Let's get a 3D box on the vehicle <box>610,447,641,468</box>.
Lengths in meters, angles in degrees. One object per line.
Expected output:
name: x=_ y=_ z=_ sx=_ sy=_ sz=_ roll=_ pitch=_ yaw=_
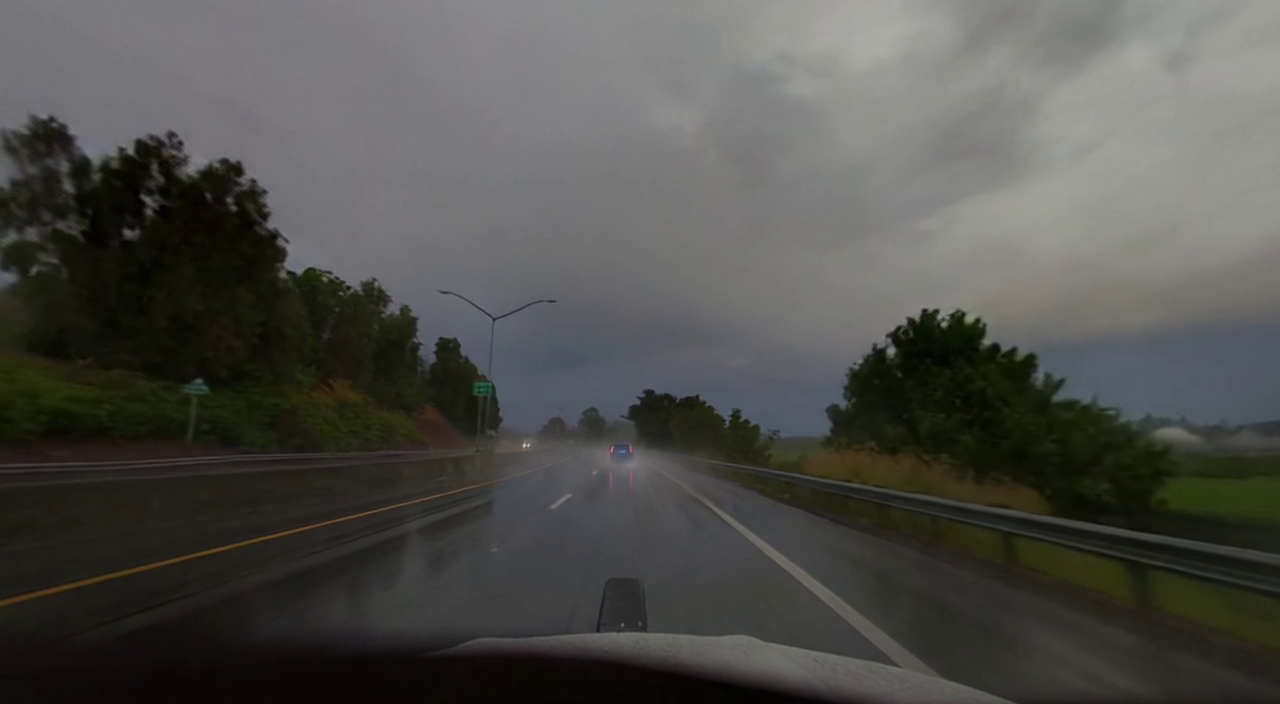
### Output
vehicle: x=-1.077 y=7.469 z=44.839 sx=2.126 sy=1.411 sz=4.433 roll=0 pitch=-9 yaw=-2
